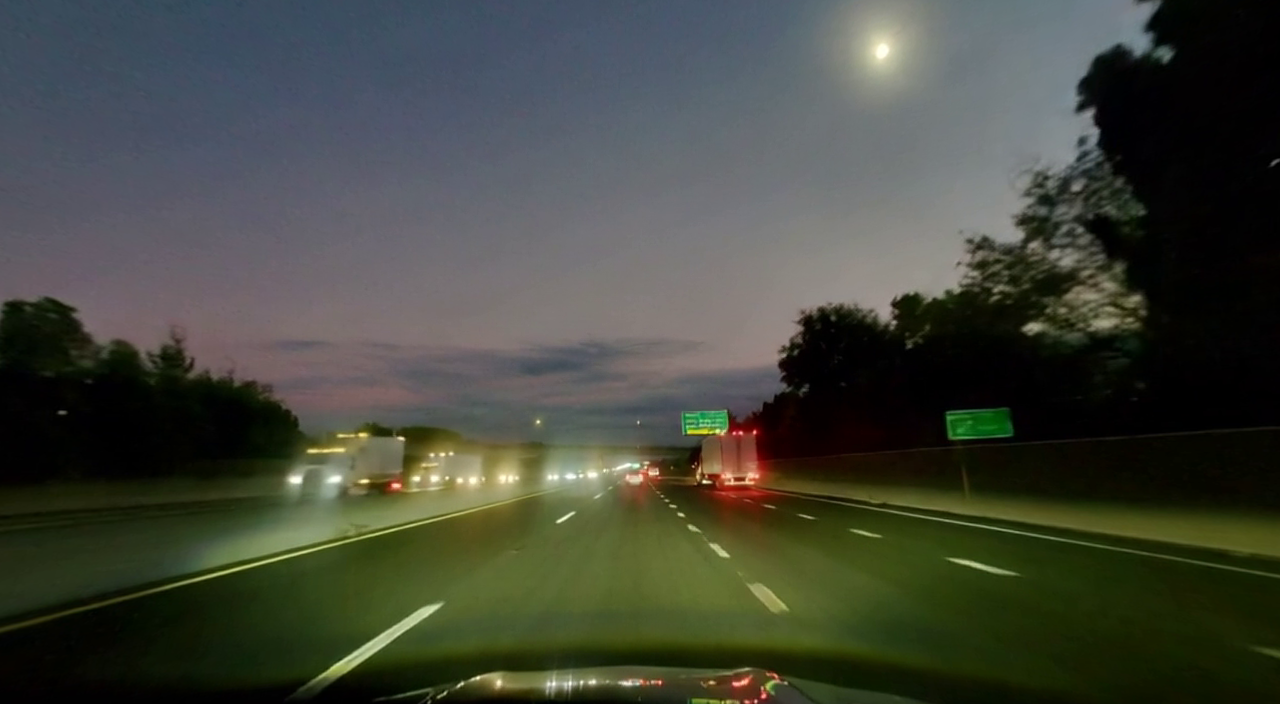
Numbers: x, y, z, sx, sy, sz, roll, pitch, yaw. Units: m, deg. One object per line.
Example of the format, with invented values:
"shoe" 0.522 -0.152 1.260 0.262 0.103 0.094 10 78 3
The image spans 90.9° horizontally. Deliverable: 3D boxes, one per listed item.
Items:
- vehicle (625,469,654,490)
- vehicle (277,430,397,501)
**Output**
"vehicle" -0.056 9.279 46.037 2.029 1.459 3.684 1 -10 0
"vehicle" -15.217 5.851 32.380 2.627 3.182 7.238 1 -11 -2
